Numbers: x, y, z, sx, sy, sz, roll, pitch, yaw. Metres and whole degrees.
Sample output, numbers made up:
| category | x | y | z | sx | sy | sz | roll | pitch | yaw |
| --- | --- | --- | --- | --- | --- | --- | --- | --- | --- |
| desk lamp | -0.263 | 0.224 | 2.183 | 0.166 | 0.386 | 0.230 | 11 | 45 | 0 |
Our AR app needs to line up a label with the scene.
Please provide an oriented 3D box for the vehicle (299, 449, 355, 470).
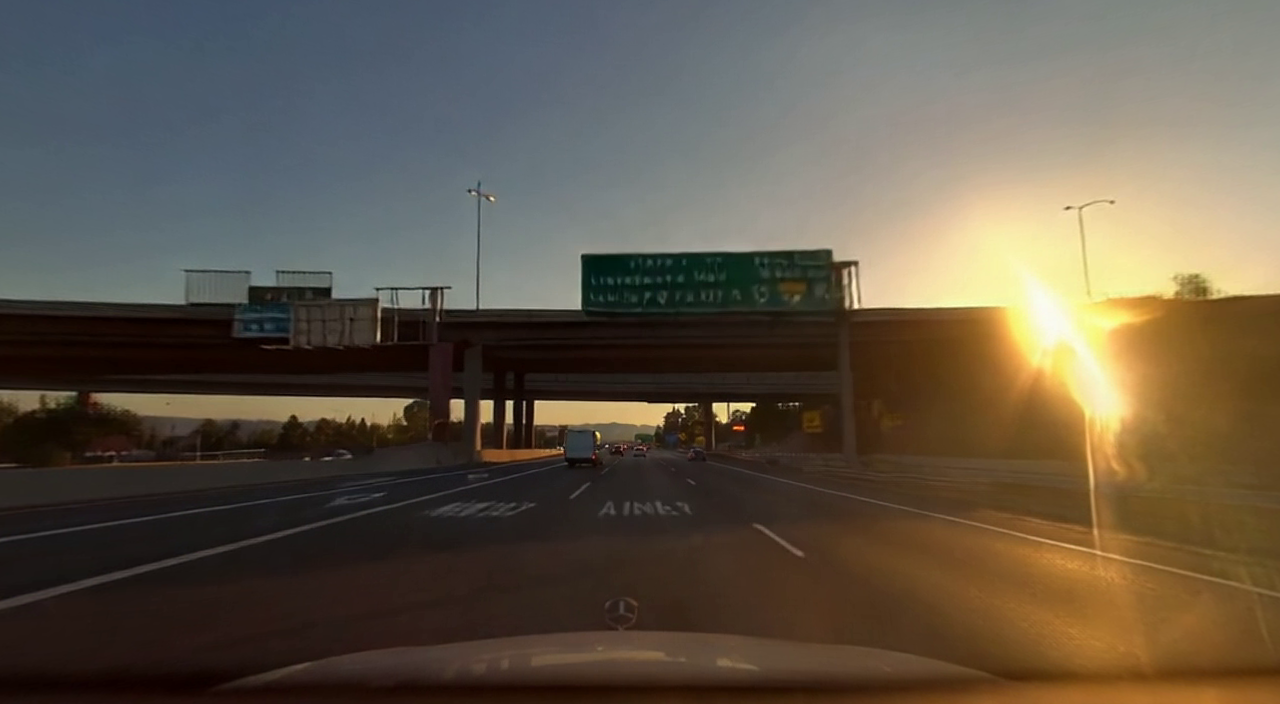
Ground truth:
| category | x | y | z | sx | sy | sz | roll | pitch | yaw |
| --- | --- | --- | --- | --- | --- | --- | --- | --- | --- |
| vehicle | -22.182 | 7.620 | 44.962 | 1.856 | 1.422 | 4.312 | 0 | -9 | -1 |

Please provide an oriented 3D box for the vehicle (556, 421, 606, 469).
| category | x | y | z | sx | sy | sz | roll | pitch | yaw |
| --- | --- | --- | --- | --- | --- | --- | --- | --- | --- |
| vehicle | -3.790 | 6.235 | 42.340 | 2.881 | 2.937 | 7.045 | 0 | -9 | -2 |
